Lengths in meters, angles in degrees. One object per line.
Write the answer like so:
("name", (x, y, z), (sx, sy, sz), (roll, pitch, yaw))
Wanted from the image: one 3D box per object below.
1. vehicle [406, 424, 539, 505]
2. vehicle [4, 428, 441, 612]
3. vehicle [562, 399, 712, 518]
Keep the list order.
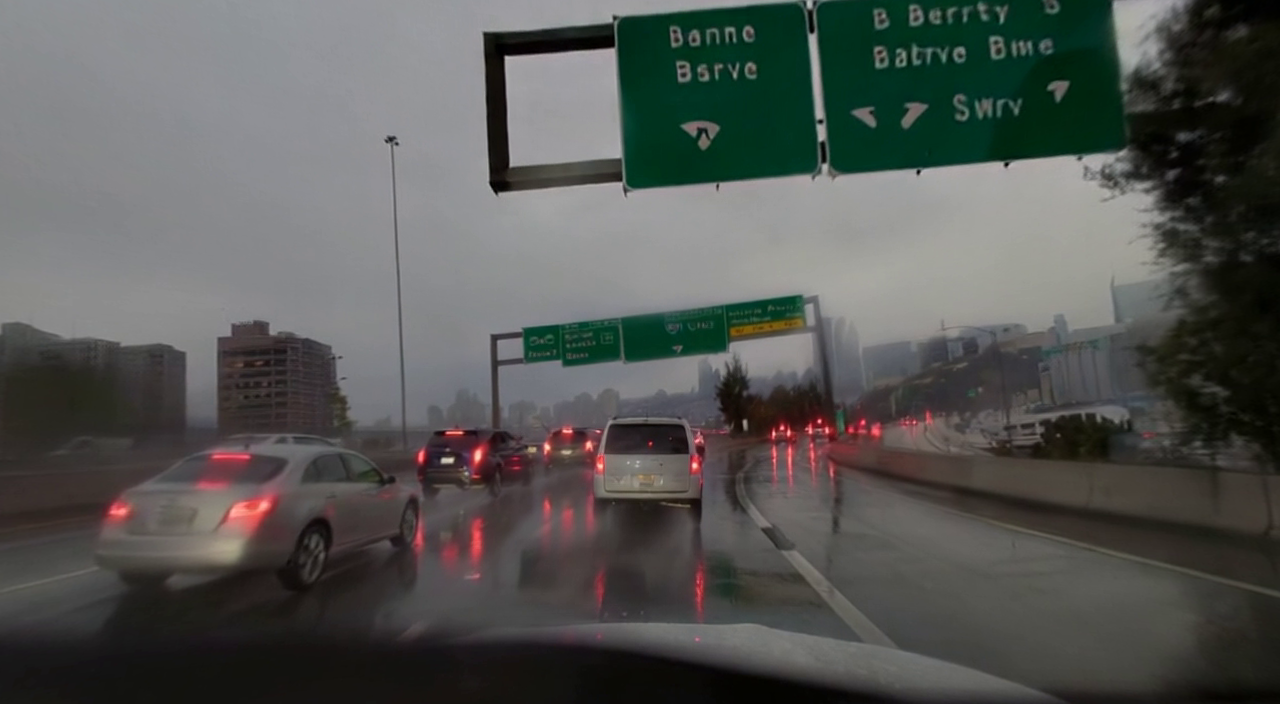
("vehicle", (-4.023, 2.791, 16.021), (1.953, 1.729, 4.377), (0, -9, 3))
("vehicle", (-4.101, 1.690, 7.330), (2.087, 1.481, 4.225), (0, -9, 2))
("vehicle", (0.027, 2.305, 14.060), (2.616, 2.063, 5.933), (0, -9, 2))
